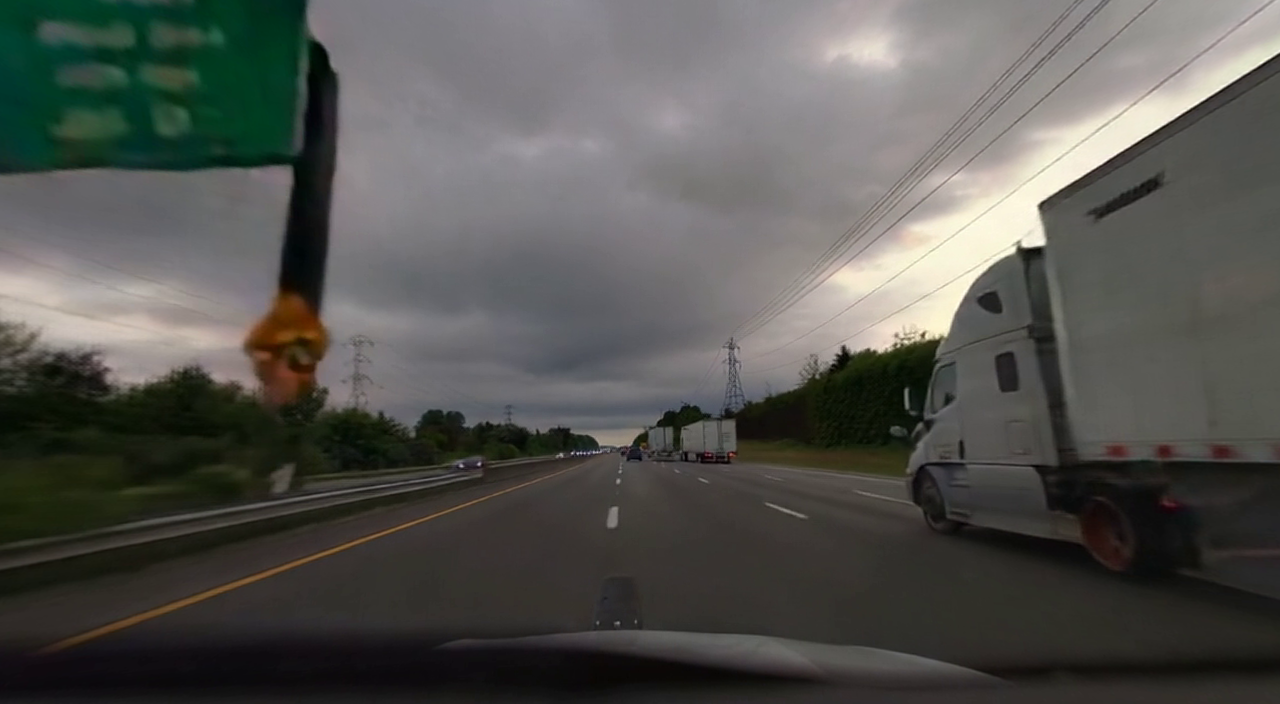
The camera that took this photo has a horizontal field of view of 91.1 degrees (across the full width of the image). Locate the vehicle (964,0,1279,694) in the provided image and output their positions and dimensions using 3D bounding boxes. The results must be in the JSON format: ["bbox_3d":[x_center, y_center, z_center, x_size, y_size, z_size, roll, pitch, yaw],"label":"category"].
[{"bbox_3d":[5.111,-0.365,2.057,2.869,4.048,8.895,0,-9,-3],"label":"vehicle"}]
